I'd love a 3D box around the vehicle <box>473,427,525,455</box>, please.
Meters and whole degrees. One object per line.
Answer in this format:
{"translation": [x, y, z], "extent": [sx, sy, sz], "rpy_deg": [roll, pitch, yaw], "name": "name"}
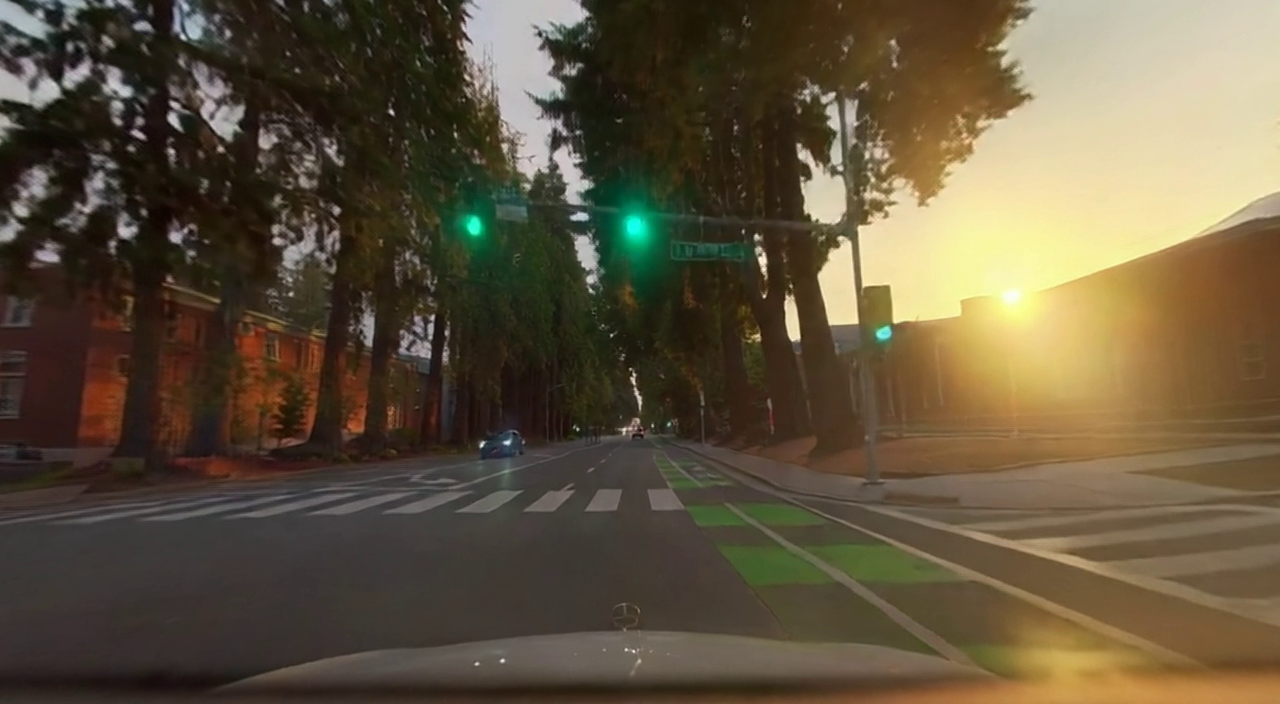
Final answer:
{"translation": [-9.529, 6.091, 43.104], "extent": [2.248, 1.761, 4.918], "rpy_deg": [0, -8, 2], "name": "vehicle"}
